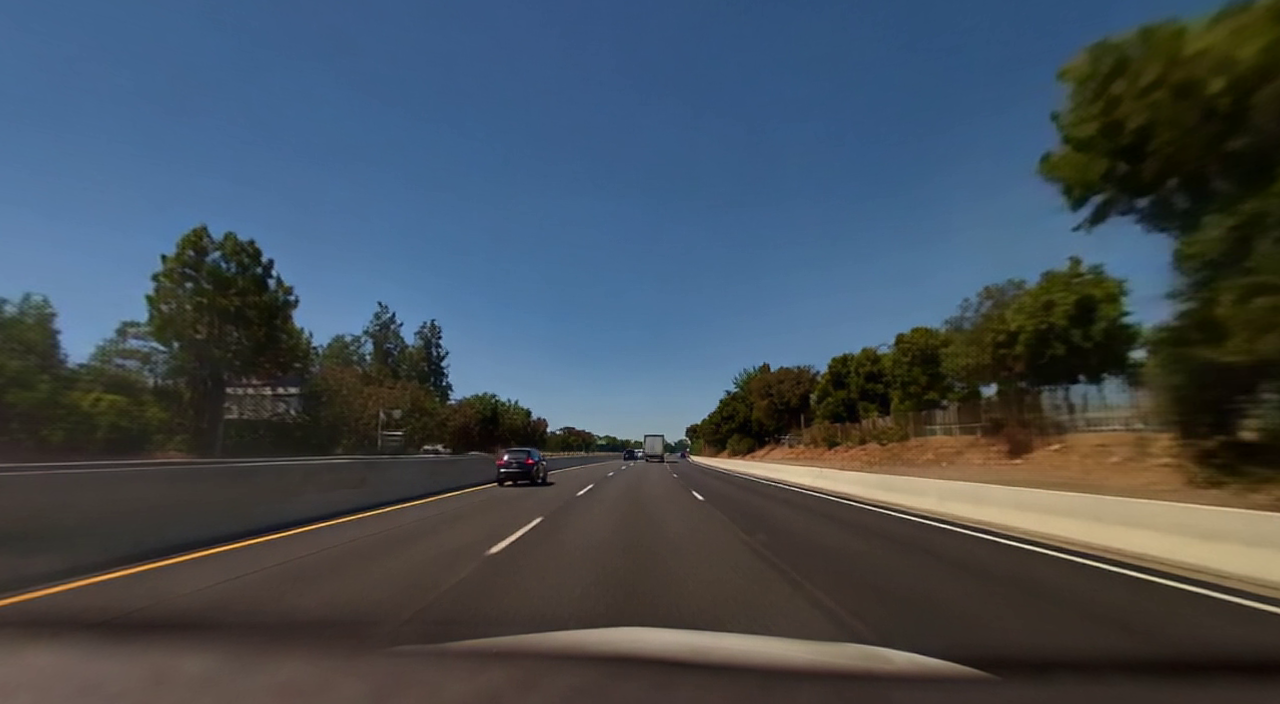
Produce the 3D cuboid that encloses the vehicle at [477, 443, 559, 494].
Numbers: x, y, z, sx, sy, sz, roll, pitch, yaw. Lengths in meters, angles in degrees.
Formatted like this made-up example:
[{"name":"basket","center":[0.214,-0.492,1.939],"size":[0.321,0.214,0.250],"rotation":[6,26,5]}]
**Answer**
[{"name":"vehicle","center":[-4.166,4.048,22.276],"size":[2.035,1.595,4.022],"rotation":[0,-9,1]}]
